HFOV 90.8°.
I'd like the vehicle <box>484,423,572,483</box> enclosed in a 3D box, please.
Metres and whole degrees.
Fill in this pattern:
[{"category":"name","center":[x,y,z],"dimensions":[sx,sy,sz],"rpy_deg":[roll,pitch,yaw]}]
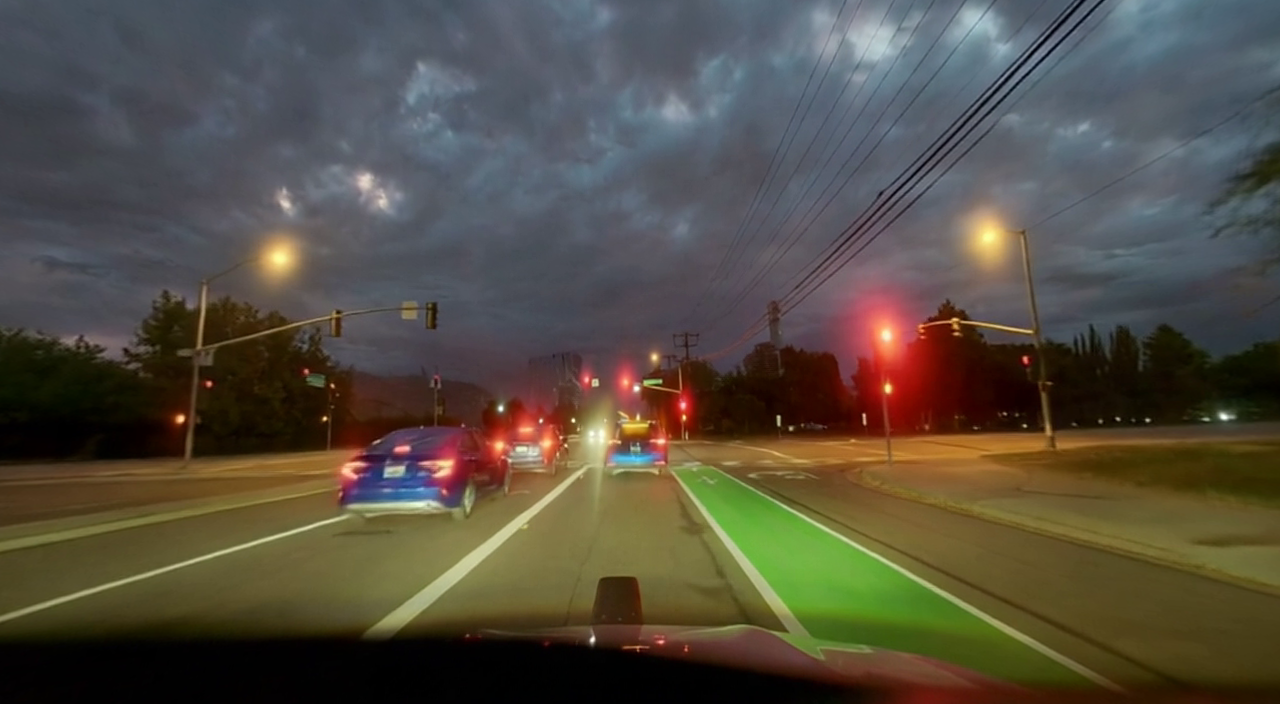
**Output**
[{"category":"vehicle","center":[-3.067,2.858,18.044],"dimensions":[1.726,1.506,3.840],"rpy_deg":[0,-8,1]}]

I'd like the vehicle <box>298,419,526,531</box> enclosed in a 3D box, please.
[{"category":"vehicle","center":[-3.560,1.967,11.226],"dimensions":[2.138,1.488,5.327],"rpy_deg":[1,-7,-1]}]

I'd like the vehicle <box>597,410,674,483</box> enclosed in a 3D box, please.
[{"category":"vehicle","center":[-0.162,2.876,19.320],"dimensions":[2.036,1.885,5.196],"rpy_deg":[1,-8,-1]}]
